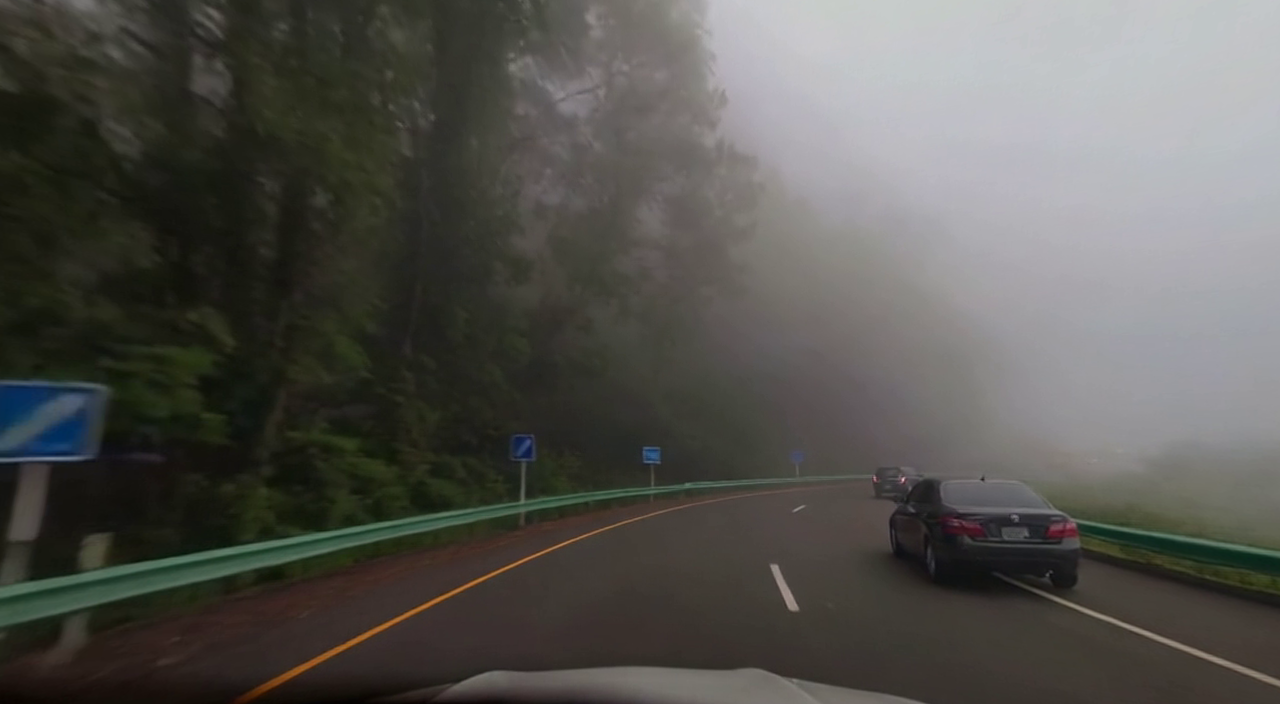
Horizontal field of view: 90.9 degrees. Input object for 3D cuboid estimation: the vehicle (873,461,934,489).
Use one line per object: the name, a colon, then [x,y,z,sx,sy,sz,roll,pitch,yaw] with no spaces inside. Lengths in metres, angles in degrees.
vehicle: [15.118,7.039,36.067,1.992,1.503,3.793,-9,-14,42]

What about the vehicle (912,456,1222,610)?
vehicle: [5.540,2.350,9.007,2.023,1.593,4.105,-1,-11,9]
